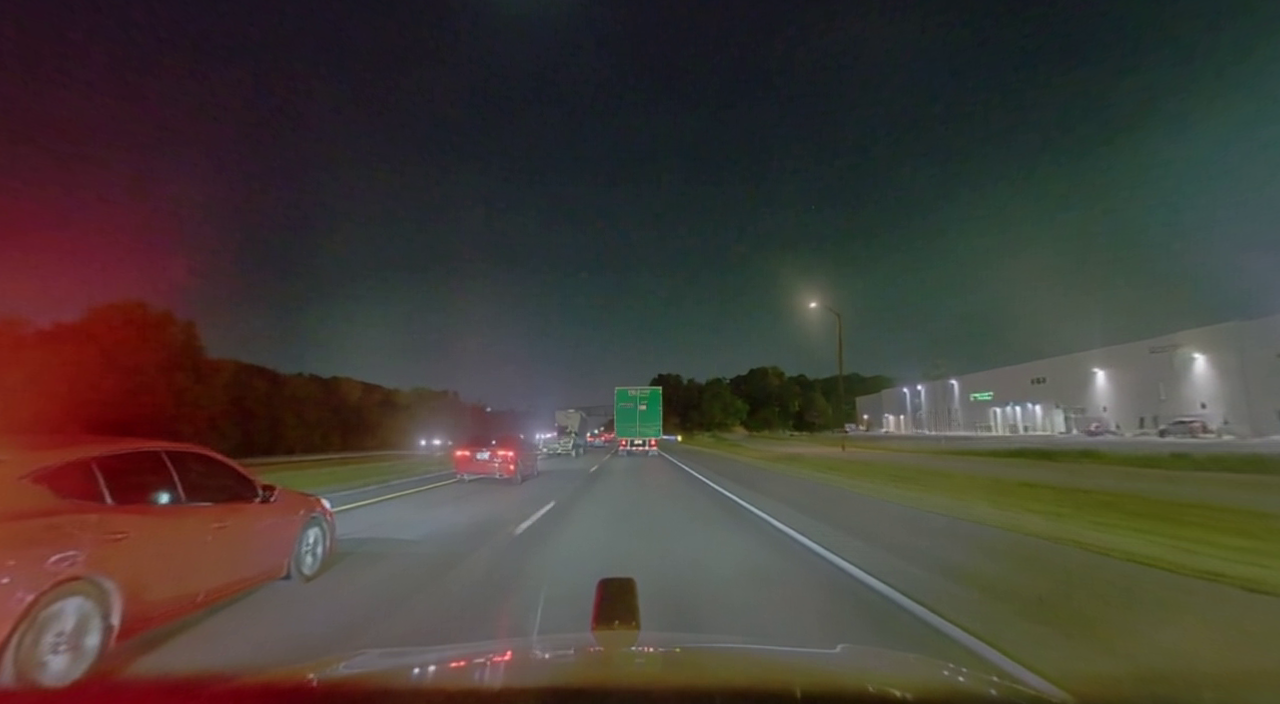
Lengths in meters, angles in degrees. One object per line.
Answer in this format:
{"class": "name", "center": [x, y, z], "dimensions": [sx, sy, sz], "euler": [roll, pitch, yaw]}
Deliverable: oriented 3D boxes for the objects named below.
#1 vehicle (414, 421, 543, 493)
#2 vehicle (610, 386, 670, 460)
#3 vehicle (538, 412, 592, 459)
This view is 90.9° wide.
{"class": "vehicle", "center": [-4.060, 2.731, 16.885], "dimensions": [2.005, 1.602, 5.131], "euler": [0, -8, 1]}
{"class": "vehicle", "center": [-0.127, 4.593, 39.875], "dimensions": [3.259, 4.066, 9.891], "euler": [0, -8, -2]}
{"class": "vehicle", "center": [-4.617, 5.338, 40.102], "dimensions": [2.717, 2.714, 6.997], "euler": [0, -8, -2]}
